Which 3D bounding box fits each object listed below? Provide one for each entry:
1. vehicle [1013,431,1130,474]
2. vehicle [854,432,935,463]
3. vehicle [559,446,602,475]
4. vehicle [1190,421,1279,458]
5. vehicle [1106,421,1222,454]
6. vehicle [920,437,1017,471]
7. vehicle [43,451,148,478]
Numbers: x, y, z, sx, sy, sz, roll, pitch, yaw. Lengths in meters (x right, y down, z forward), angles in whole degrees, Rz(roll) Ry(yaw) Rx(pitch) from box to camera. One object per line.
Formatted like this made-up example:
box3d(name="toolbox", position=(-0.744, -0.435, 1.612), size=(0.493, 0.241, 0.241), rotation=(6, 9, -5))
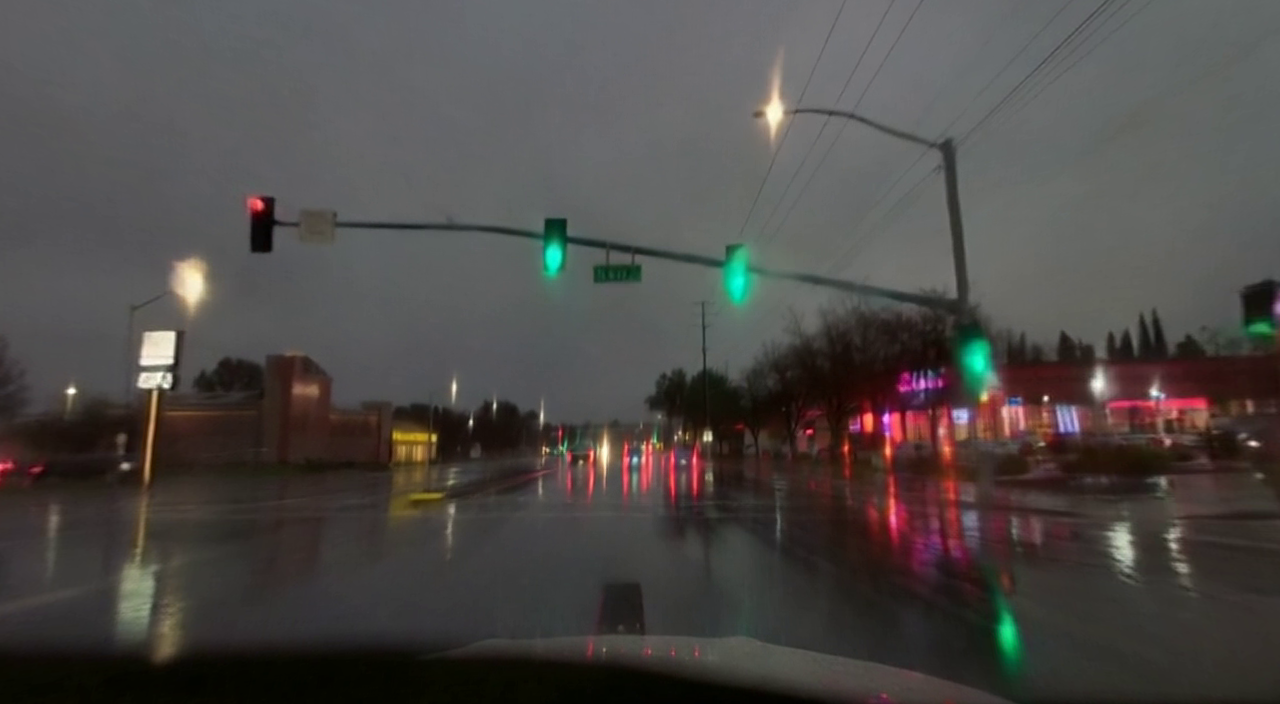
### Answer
box3d(name="vehicle", position=(17.223, 3.993, 25.180), size=(4.759, 1.476, 1.911), rotation=(3, -12, -32))
box3d(name="vehicle", position=(16.570, 6.209, 41.081), size=(5.004, 1.893, 2.228), rotation=(5, -10, -32))
box3d(name="vehicle", position=(-3.372, 6.226, 36.539), size=(2.035, 1.564, 4.702), rotation=(0, -8, 0))
box3d(name="vehicle", position=(29.737, 4.253, 30.525), size=(1.972, 1.640, 4.885), rotation=(0, -8, 1))
box3d(name="vehicle", position=(29.579, 4.930, 35.926), size=(2.053, 1.559, 5.138), rotation=(-3, -10, -1))
box3d(name="vehicle", position=(16.334, 5.027, 31.383), size=(4.673, 1.555, 2.010), rotation=(5, -10, -30))
box3d(name="vehicle", position=(-33.589, 6.937, 39.082), size=(4.544, 1.515, 2.218), rotation=(-1, -8, 3))
